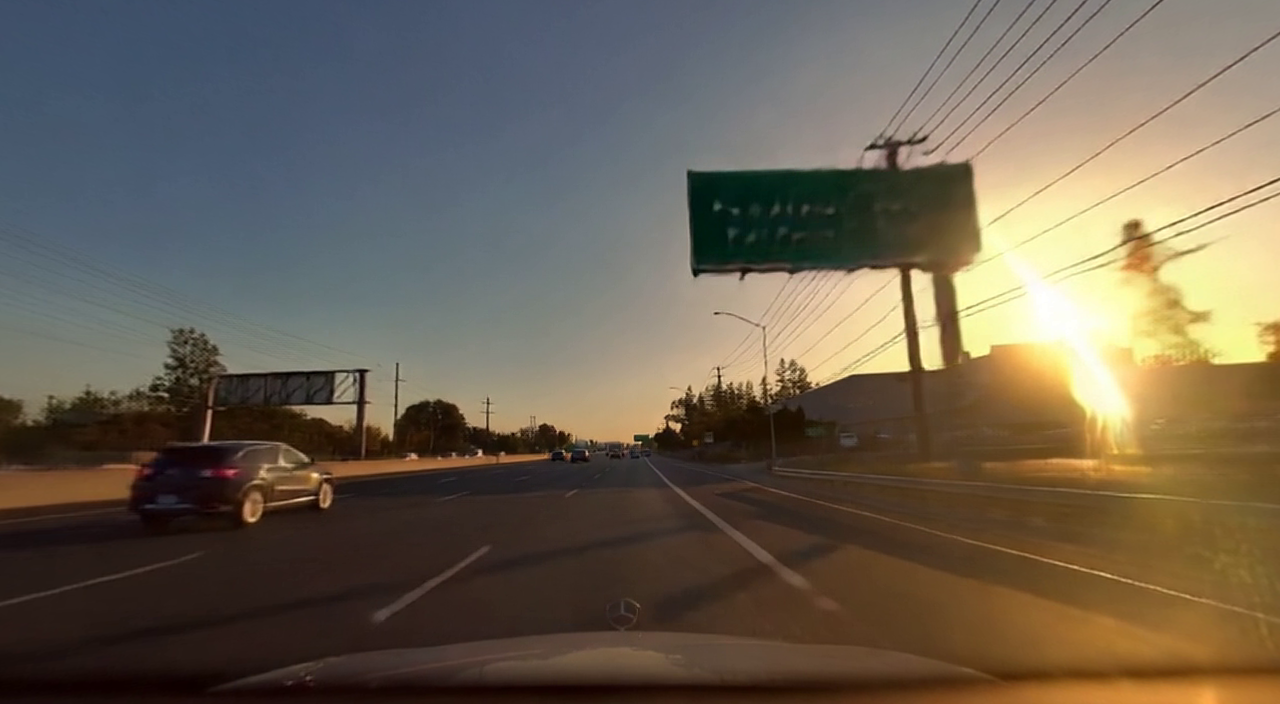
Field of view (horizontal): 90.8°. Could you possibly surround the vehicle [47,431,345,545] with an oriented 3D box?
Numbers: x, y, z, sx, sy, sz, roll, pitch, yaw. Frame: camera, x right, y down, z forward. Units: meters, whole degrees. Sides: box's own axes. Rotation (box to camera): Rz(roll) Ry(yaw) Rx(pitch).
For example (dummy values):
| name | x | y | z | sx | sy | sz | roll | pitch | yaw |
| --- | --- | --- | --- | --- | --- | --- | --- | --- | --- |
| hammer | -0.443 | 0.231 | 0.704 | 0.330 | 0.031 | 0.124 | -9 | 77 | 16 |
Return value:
| name | x | y | z | sx | sy | sz | roll | pitch | yaw |
| --- | --- | --- | --- | --- | --- | --- | --- | --- | --- |
| vehicle | -7.579 | 2.337 | 11.557 | 2.140 | 1.626 | 4.457 | 1 | -9 | 1 |
